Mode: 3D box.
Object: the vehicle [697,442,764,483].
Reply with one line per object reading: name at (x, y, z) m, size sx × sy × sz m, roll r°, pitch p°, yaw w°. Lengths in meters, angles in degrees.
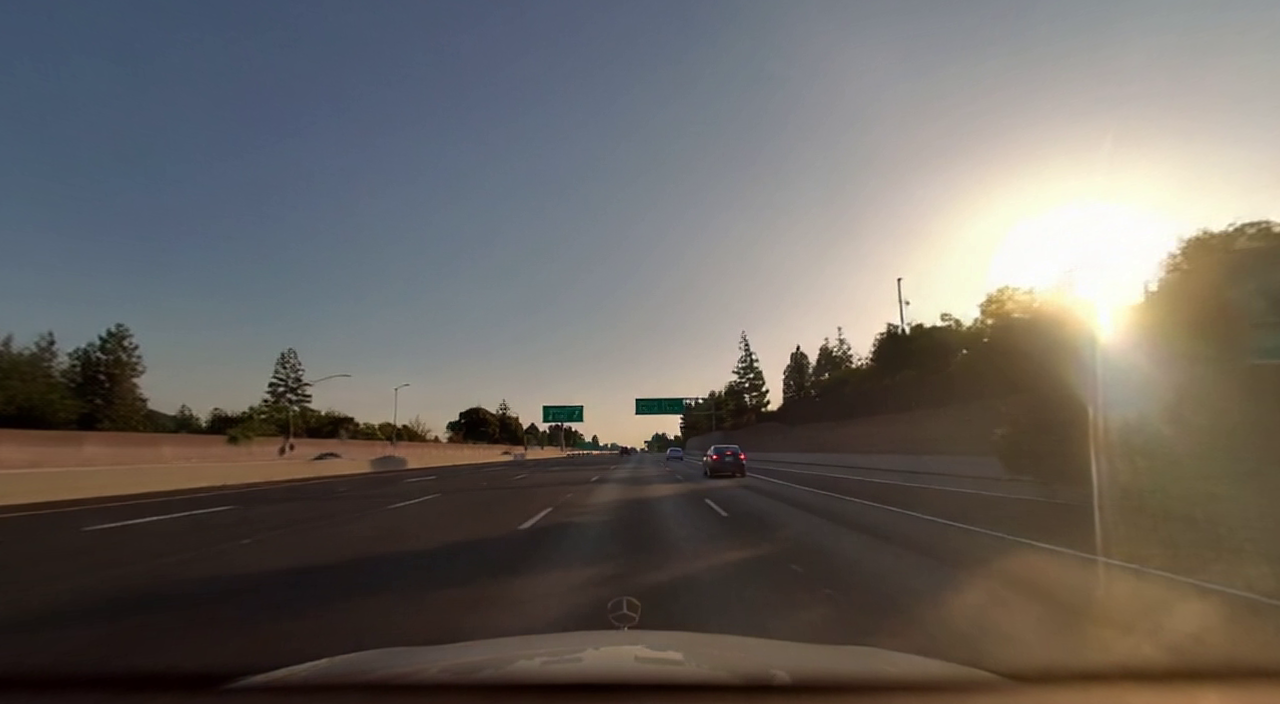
vehicle at (3.547, 4.438, 25.495) m, size 2.033 × 1.501 × 4.398 m, roll 0°, pitch -9°, yaw -1°
